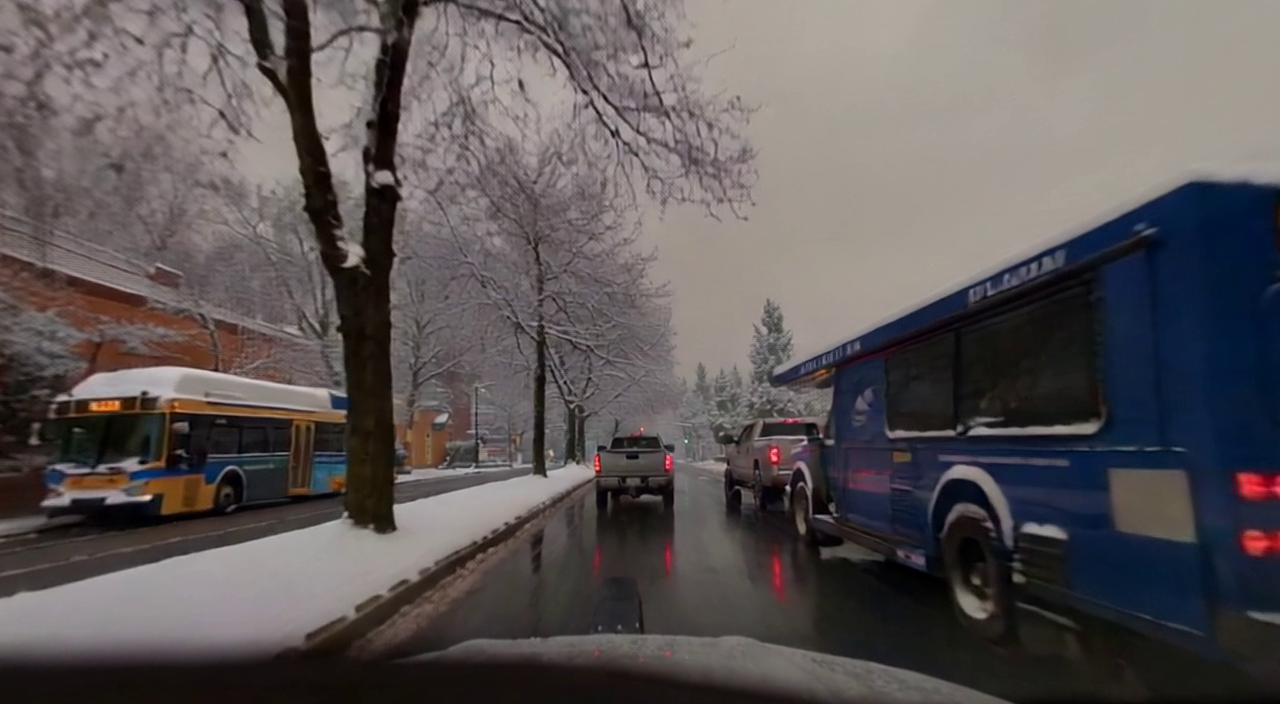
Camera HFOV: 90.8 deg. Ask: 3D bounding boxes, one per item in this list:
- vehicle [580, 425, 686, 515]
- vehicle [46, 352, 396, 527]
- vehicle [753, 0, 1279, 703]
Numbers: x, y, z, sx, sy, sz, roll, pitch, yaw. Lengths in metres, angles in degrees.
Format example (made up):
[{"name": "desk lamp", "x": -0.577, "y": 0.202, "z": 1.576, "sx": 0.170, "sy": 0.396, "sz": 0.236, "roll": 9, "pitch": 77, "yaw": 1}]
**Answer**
[{"name": "vehicle", "x": -0.135, "y": 2.867, "z": 15.922, "sx": 2.157, "sy": 1.816, "sz": 5.804, "roll": 0, "pitch": -9, "yaw": 0}, {"name": "vehicle", "x": -12.111, "y": 2.947, "z": 20.989, "sx": 2.996, "sy": 4.022, "sz": 12.692, "roll": 0, "pitch": -9, "yaw": -1}, {"name": "vehicle", "x": 3.840, "y": 0.729, "z": 6.471, "sx": 3.088, "sy": 3.057, "sz": 10.503, "roll": 0, "pitch": -9, "yaw": -2}]
